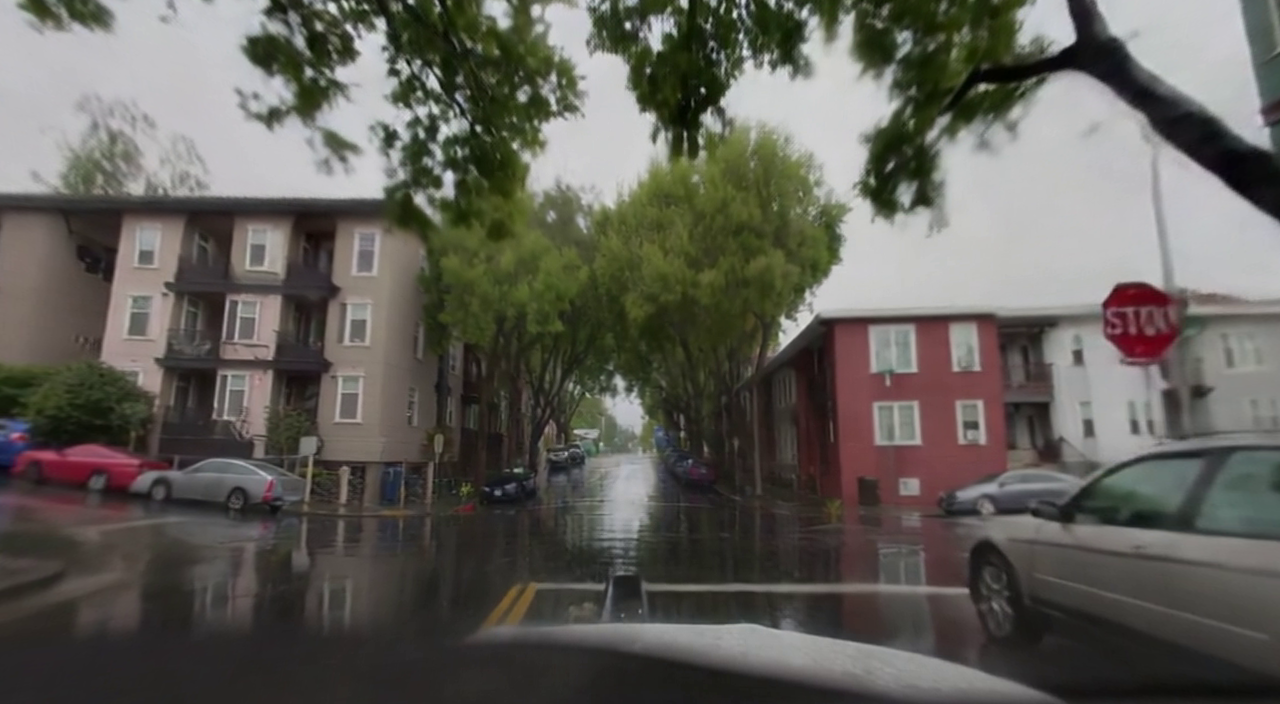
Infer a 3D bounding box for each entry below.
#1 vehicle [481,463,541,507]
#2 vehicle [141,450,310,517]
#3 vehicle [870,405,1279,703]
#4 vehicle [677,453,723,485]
[{"bbox_3d":[-5.880,6.111,29.289,1.987,1.662,4.141,-2,-8,-1],"label":"vehicle"},{"bbox_3d":[-13.984,4.468,21.504,4.243,1.676,1.844,6,-12,2],"label":"vehicle"},{"bbox_3d":[3.341,1.188,3.724,2.064,1.548,5.186,0,-8,1],"label":"vehicle"},{"bbox_3d":[3.414,6.760,36.918,2.051,1.526,4.673,0,-7,-2],"label":"vehicle"}]
